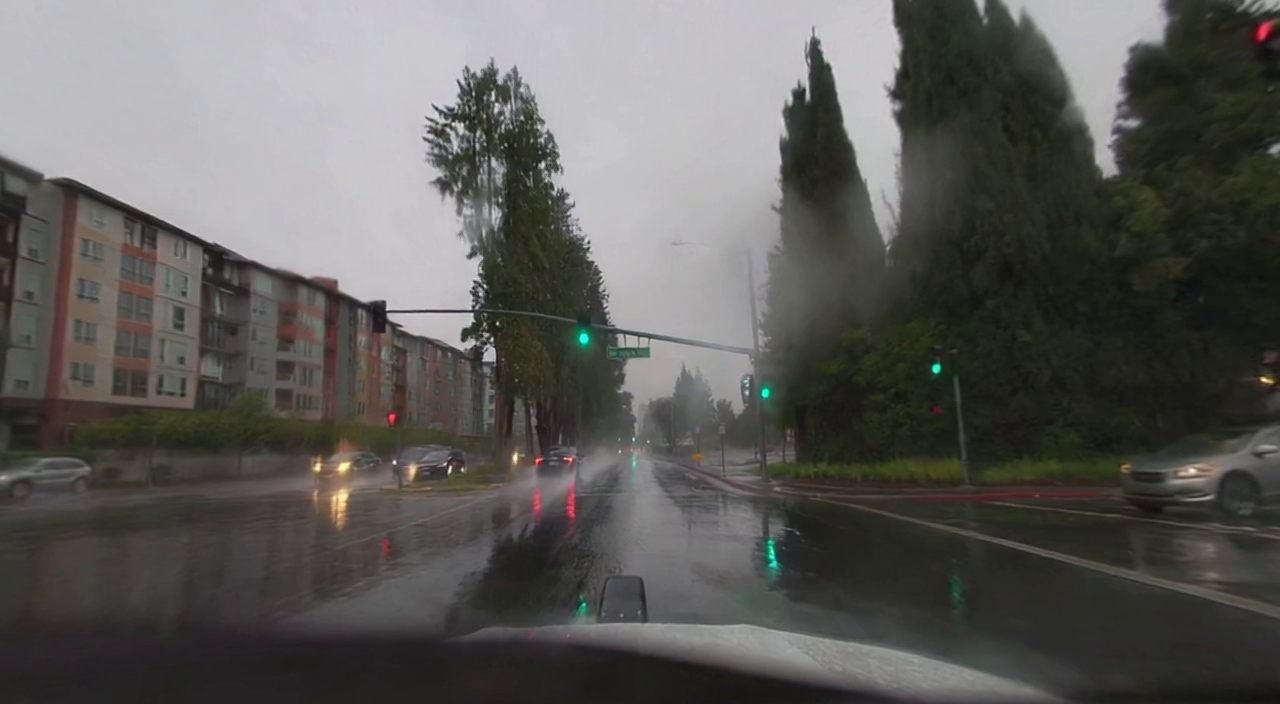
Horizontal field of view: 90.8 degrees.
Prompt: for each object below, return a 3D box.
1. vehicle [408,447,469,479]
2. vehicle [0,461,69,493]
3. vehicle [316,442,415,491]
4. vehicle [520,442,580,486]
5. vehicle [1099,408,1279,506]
[{"bbox_3d":[-11.757,6.472,37.190,2.040,1.707,4.522,-1,-9,1],"label":"vehicle"},{"bbox_3d":[-36.372,7.197,36.503,4.694,1.716,2.024,0,-9,-1],"label":"vehicle"},{"bbox_3d":[-11.919,4.977,27.903,2.105,1.759,5.403,-4,-9,-1],"label":"vehicle"},{"bbox_3d":[-3.803,4.783,27.341,1.959,1.741,4.141,0,-8,1],"label":"vehicle"},{"bbox_3d":[11.914,1.972,11.878,4.856,1.655,2.076,0,-10,0],"label":"vehicle"}]
